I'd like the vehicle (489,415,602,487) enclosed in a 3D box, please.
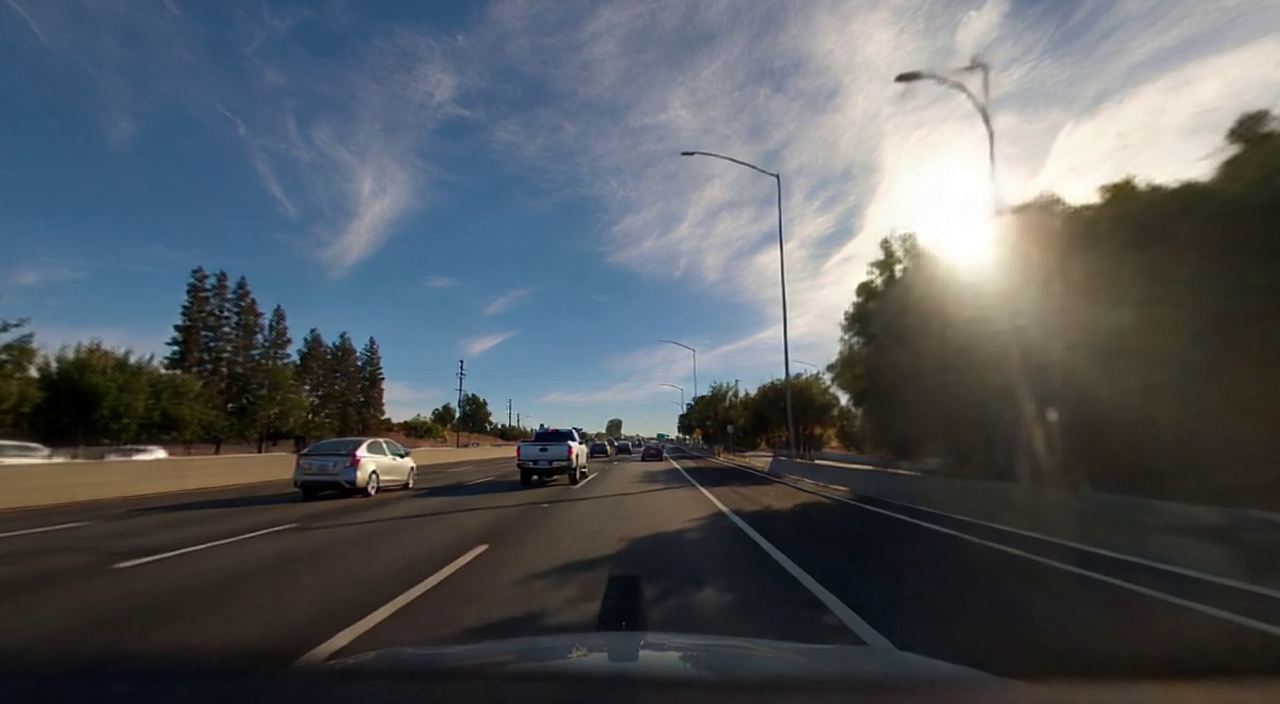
[{"bbox_3d":[-2.969,3.389,21.691,2.815,2.092,6.526,0,-8,1],"label":"vehicle"}]

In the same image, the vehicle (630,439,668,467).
[{"bbox_3d":[0.506,5.624,35.275,2.013,1.444,4.447,0,-8,1],"label":"vehicle"}]

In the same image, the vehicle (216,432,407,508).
[{"bbox_3d":[-7.287,2.641,14.583,1.964,1.481,4.425,0,-8,1],"label":"vehicle"}]

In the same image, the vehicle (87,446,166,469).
[{"bbox_3d":[-35.726,7.307,43.815,1.845,1.466,4.385,0,-8,-1],"label":"vehicle"}]

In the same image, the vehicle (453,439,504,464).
[{"bbox_3d":[-10.275,6.349,40.273,1.915,1.472,4.502,0,-8,2],"label":"vehicle"}]
